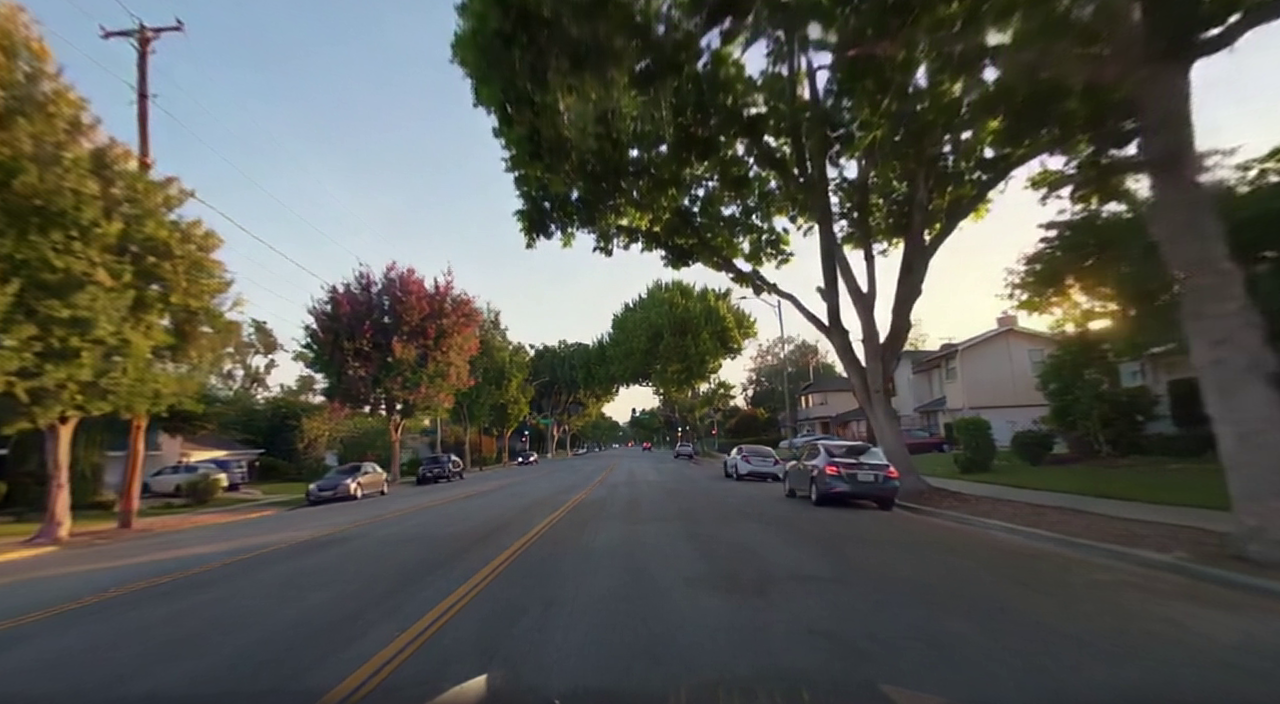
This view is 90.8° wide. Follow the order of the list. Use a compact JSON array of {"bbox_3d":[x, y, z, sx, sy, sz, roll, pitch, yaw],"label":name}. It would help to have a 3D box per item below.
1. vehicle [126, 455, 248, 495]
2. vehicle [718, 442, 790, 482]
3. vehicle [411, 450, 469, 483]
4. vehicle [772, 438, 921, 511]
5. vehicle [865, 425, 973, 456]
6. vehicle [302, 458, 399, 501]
[{"bbox_3d":[-19.969,5.405,27.969,3.932,1.641,1.819,0,-9,-1],"label":"vehicle"},{"bbox_3d":[4.457,4.385,25.402,2.063,1.444,4.217,0,-9,-1],"label":"vehicle"},{"bbox_3d":[-11.523,6.565,36.660,1.977,1.753,4.278,0,-8,0],"label":"vehicle"},{"bbox_3d":[4.650,2.804,14.999,2.010,1.461,4.247,0,-9,-1],"label":"vehicle"},{"bbox_3d":[14.402,4.596,32.774,4.660,1.546,1.916,0,-8,0],"label":"vehicle"},{"bbox_3d":[-11.477,5.051,25.363,1.867,1.471,4.139,0,-9,1],"label":"vehicle"}]
